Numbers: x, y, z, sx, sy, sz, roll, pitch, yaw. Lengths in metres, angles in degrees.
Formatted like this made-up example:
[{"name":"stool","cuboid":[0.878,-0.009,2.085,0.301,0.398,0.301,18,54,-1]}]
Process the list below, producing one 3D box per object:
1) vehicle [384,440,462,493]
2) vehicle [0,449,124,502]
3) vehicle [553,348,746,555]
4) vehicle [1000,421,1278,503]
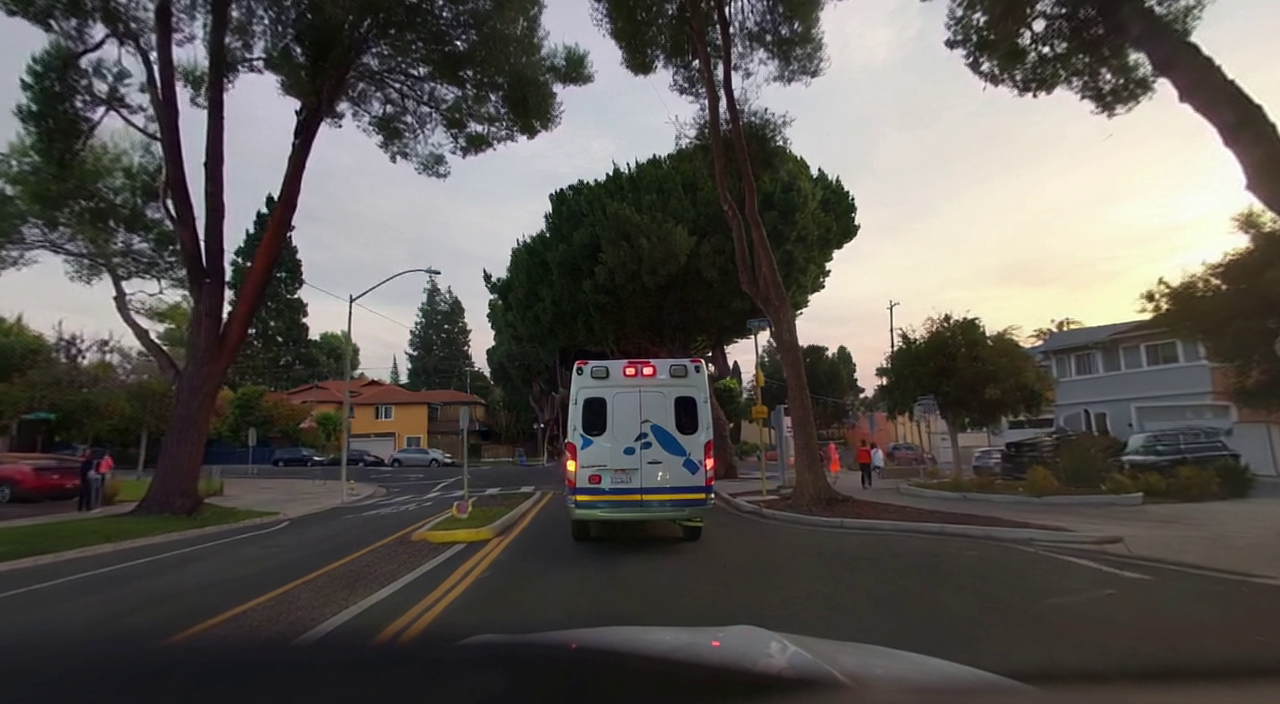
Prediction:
[{"name":"vehicle","cuboid":[-8.502,4.335,24.484,2.290,1.776,4.947,3,-9,-24]},{"name":"vehicle","cuboid":[-18.771,3.708,19.162,4.412,1.468,1.914,0,-8,-3]},{"name":"vehicle","cuboid":[0.141,1.659,10.903,2.444,2.640,5.482,0,-8,1]},{"name":"vehicle","cuboid":[13.157,2.945,17.128,5.270,1.966,2.329,-2,-8,11]}]
